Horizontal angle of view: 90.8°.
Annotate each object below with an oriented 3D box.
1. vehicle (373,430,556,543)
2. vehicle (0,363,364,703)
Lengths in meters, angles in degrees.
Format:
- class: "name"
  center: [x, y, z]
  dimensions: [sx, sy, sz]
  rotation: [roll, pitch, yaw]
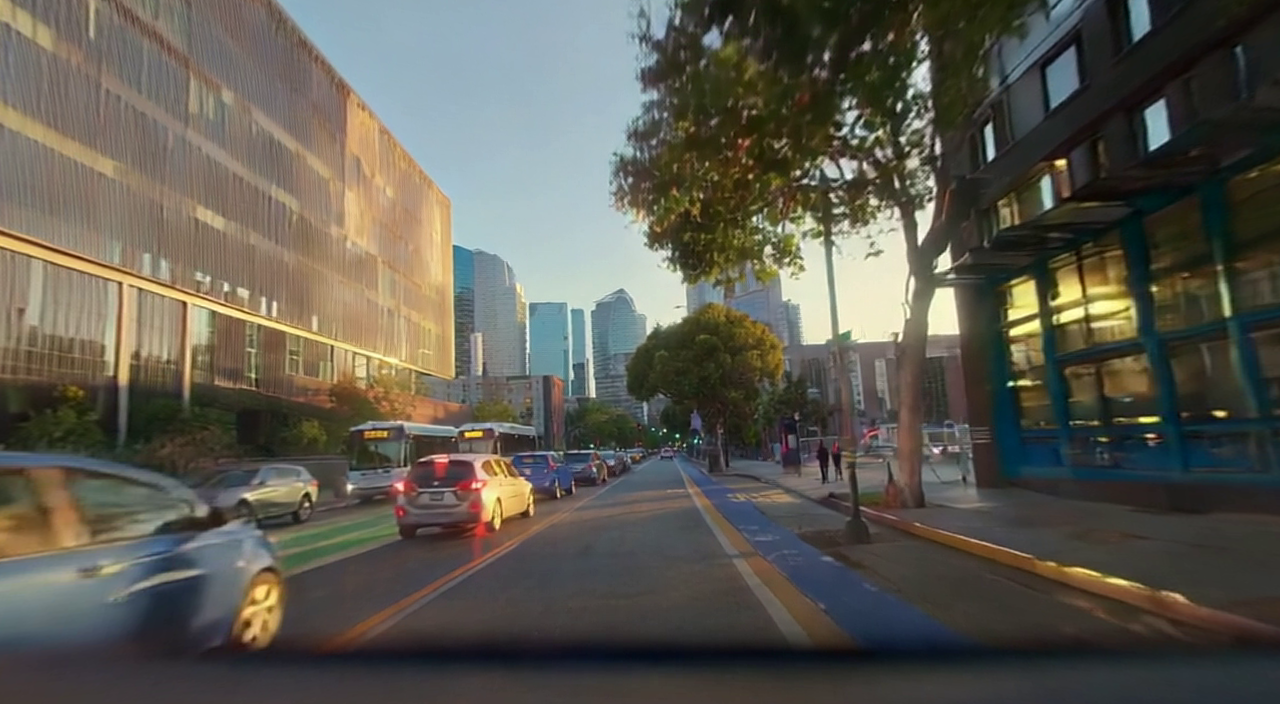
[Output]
- class: "vehicle"
  center: [-3.215, 2.571, 12.769]
  dimensions: [2.225, 1.848, 4.472]
  rotation: [0, -9, 3]
- class: "vehicle"
  center: [-3.821, 1.119, 3.727]
  dimensions: [2.173, 1.814, 4.573]
  rotation: [0, -9, 2]
